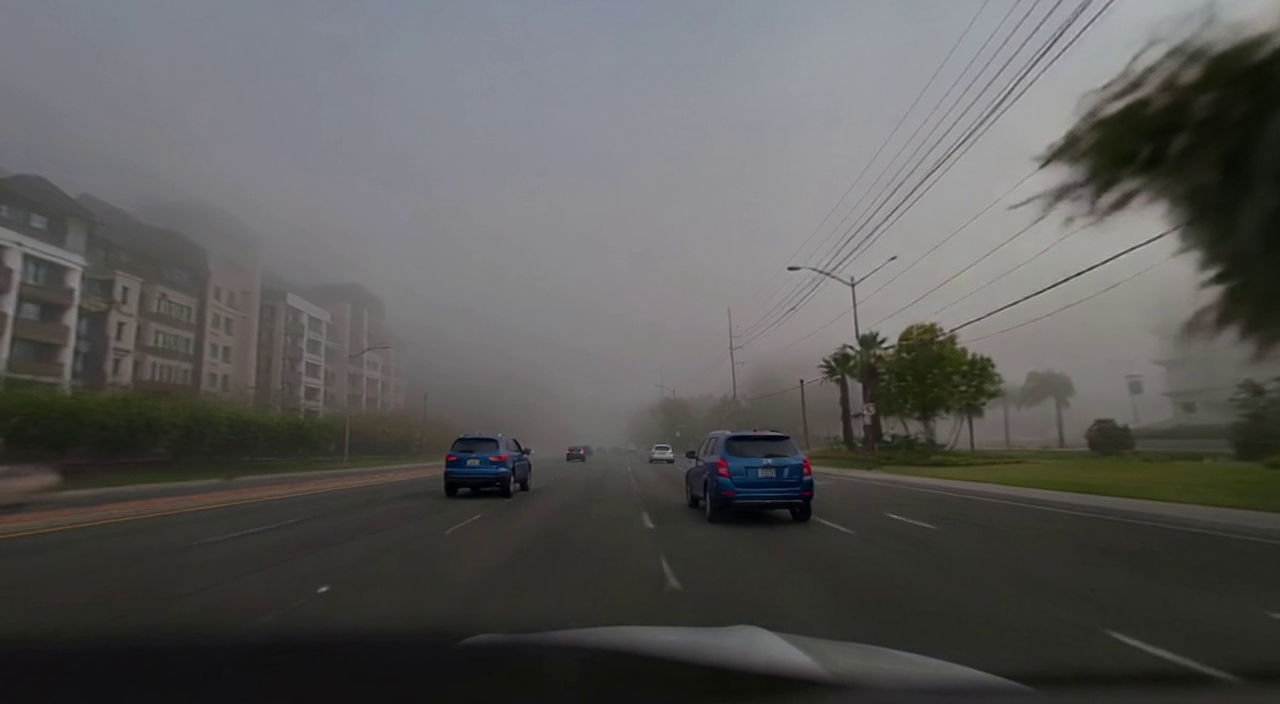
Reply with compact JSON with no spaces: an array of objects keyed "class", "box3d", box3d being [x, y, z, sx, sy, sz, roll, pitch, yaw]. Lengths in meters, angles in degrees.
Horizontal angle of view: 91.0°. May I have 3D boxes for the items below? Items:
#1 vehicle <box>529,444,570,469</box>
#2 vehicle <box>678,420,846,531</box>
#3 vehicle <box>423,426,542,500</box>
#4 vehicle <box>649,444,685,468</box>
[{"class":"vehicle","box3d":[-5.562,6.459,39.096,2.040,1.482,4.121,0,-9,-1]},{"class":"vehicle","box3d":[2.055,2.256,12.034,2.198,1.706,4.166,0,-9,-2]},{"class":"vehicle","box3d":[-4.250,3.094,17.923,2.169,1.796,4.821,0,-9,0]},{"class":"vehicle","box3d":[1.673,6.661,40.487,1.981,1.472,3.923,0,-9,-2]}]
